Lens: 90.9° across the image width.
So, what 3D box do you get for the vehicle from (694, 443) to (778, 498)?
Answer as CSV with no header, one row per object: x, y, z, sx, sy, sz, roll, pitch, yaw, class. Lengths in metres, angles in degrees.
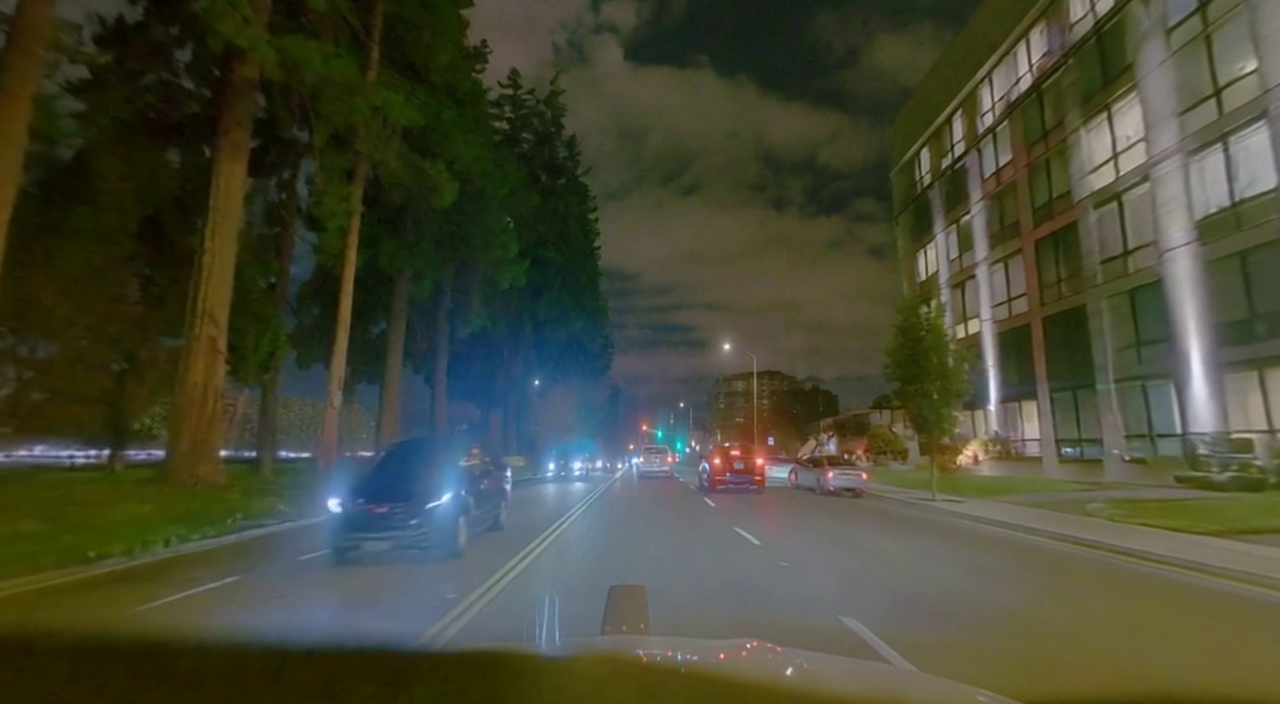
2.910,3.692,20.053,1.991,1.536,4.116,0,-9,-1,vehicle

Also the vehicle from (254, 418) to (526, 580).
-3.075,1.905,8.973,2.065,1.708,4.311,0,-9,0,vehicle

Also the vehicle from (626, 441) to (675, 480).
0.445,4.989,29.119,2.105,1.653,3.887,0,-9,0,vehicle

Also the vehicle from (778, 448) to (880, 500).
5.913,3.839,20.374,1.885,1.467,4.546,0,-9,0,vehicle

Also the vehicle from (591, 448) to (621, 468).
-2.578,8.182,48.695,2.007,1.465,4.440,0,-9,1,vehicle

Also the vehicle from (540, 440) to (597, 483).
-3.187,4.989,28.975,2.041,1.788,4.527,0,-9,1,vehicle
